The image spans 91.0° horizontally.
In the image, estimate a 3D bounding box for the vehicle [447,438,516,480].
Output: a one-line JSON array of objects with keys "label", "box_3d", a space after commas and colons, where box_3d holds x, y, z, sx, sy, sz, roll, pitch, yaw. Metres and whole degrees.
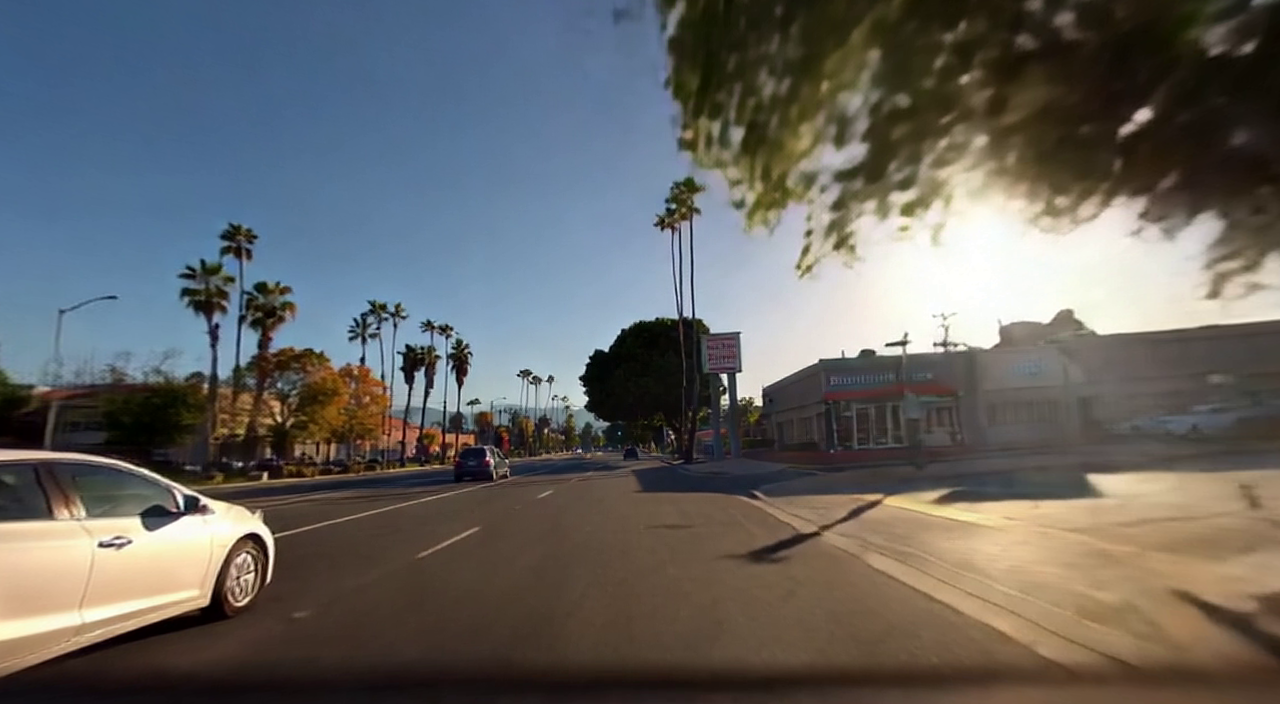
[{"label": "vehicle", "box_3d": [-7.460, 5.073, 30.119, 2.136, 1.844, 4.363, 0, -9, 1]}]

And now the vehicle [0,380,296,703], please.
[{"label": "vehicle", "box_3d": [-4.182, 1.055, 3.599, 2.041, 1.666, 4.182, 0, -9, 0]}]

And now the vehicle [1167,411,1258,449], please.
[{"label": "vehicle", "box_3d": [29.644, 4.089, 32.546, 4.264, 1.791, 2.133, 5, -10, -30]}]
